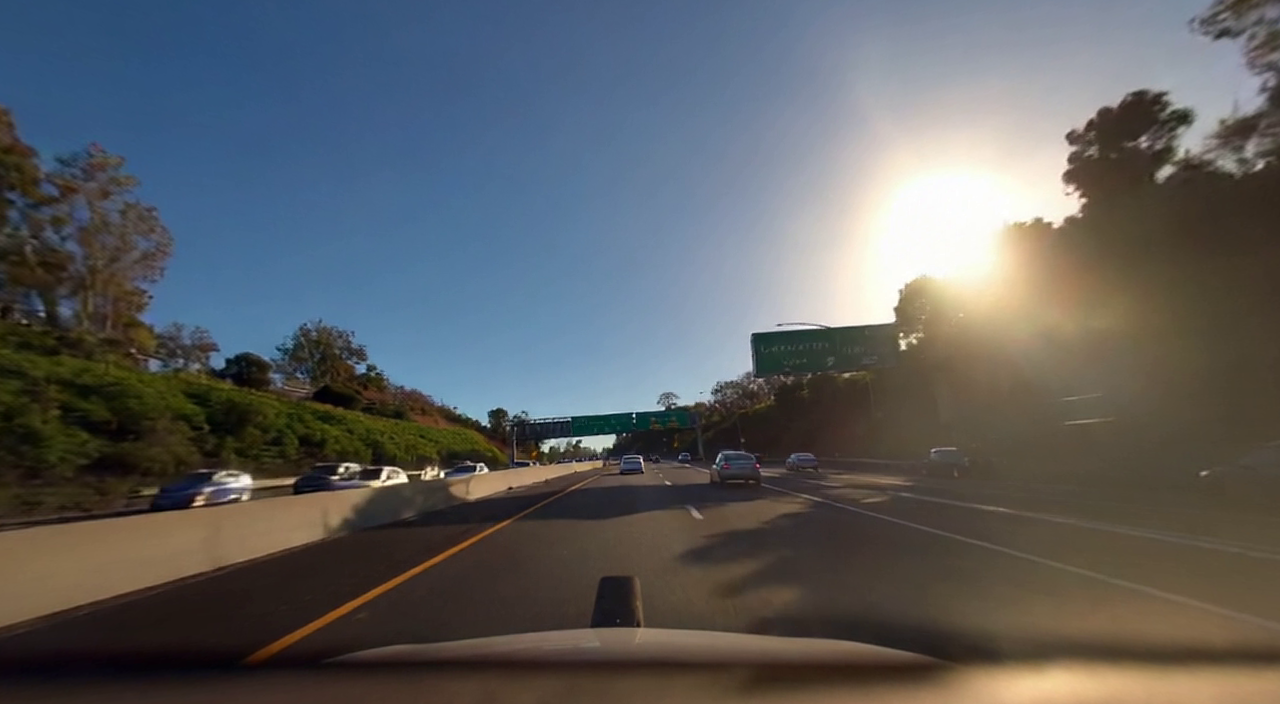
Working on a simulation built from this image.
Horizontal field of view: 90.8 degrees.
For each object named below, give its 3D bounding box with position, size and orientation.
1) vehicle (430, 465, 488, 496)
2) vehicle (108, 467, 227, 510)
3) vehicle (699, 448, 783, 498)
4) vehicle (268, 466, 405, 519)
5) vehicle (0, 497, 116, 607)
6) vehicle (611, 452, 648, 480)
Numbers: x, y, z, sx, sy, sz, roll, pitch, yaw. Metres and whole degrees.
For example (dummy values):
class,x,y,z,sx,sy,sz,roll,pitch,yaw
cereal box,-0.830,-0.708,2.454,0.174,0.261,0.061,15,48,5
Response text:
class,x,y,z,sx,sy,sz,roll,pitch,yaw
vehicle,-10.316,7.321,36.297,1.791,1.523,4.364,0,-9,4
vehicle,-20.631,5.936,27.824,1.850,1.594,4.177,0,-9,3
vehicle,3.256,3.969,21.210,1.972,1.488,4.335,0,-9,-2
vehicle,-10.455,4.867,22.334,2.420,1.511,4.810,0,-9,1
vehicle,-10.356,2.944,8.936,2.201,1.417,4.255,0,-9,0
vehicle,-0.594,6.743,37.605,2.090,1.510,4.280,0,-9,0
